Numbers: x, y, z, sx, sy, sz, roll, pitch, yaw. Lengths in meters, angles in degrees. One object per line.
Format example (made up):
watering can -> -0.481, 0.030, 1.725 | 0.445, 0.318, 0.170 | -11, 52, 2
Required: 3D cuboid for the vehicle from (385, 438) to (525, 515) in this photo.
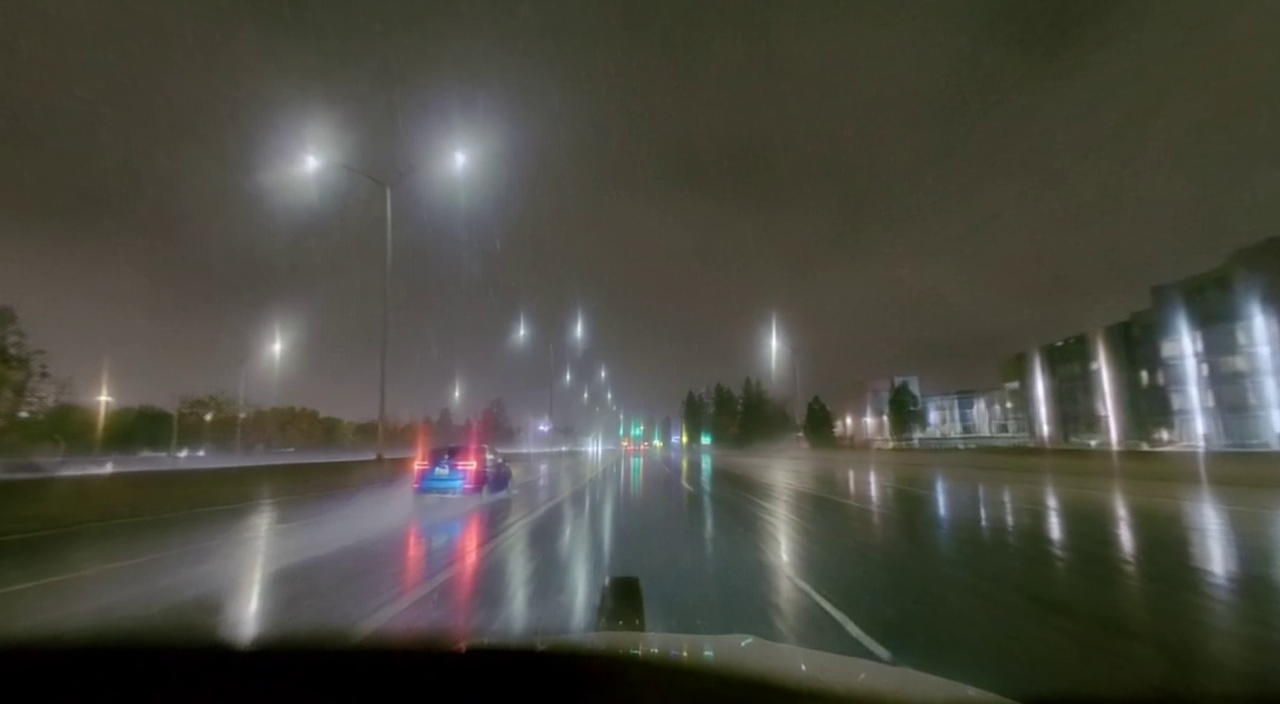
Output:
vehicle -> -4.077, 2.809, 14.777 | 1.900, 1.492, 4.495 | 0, -9, 0
